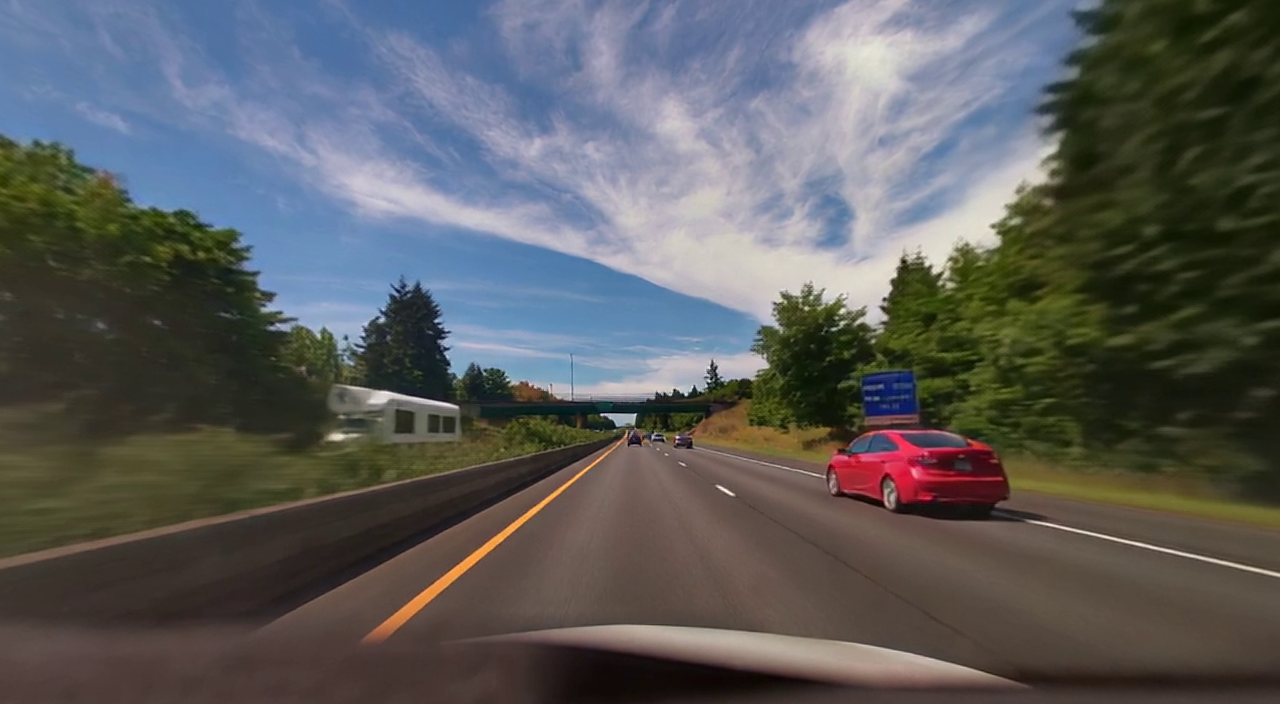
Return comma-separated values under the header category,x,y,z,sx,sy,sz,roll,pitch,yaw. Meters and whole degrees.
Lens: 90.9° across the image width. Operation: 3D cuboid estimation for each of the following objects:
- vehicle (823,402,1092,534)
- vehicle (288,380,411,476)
category,x,y,z,sx,sy,sz,roll,pitch,yaw
vehicle,4.643,1.751,10.105,2.073,1.651,4.065,0,-8,-2
vehicle,-13.291,3.591,29.531,2.950,4.010,6.013,0,-8,-2
